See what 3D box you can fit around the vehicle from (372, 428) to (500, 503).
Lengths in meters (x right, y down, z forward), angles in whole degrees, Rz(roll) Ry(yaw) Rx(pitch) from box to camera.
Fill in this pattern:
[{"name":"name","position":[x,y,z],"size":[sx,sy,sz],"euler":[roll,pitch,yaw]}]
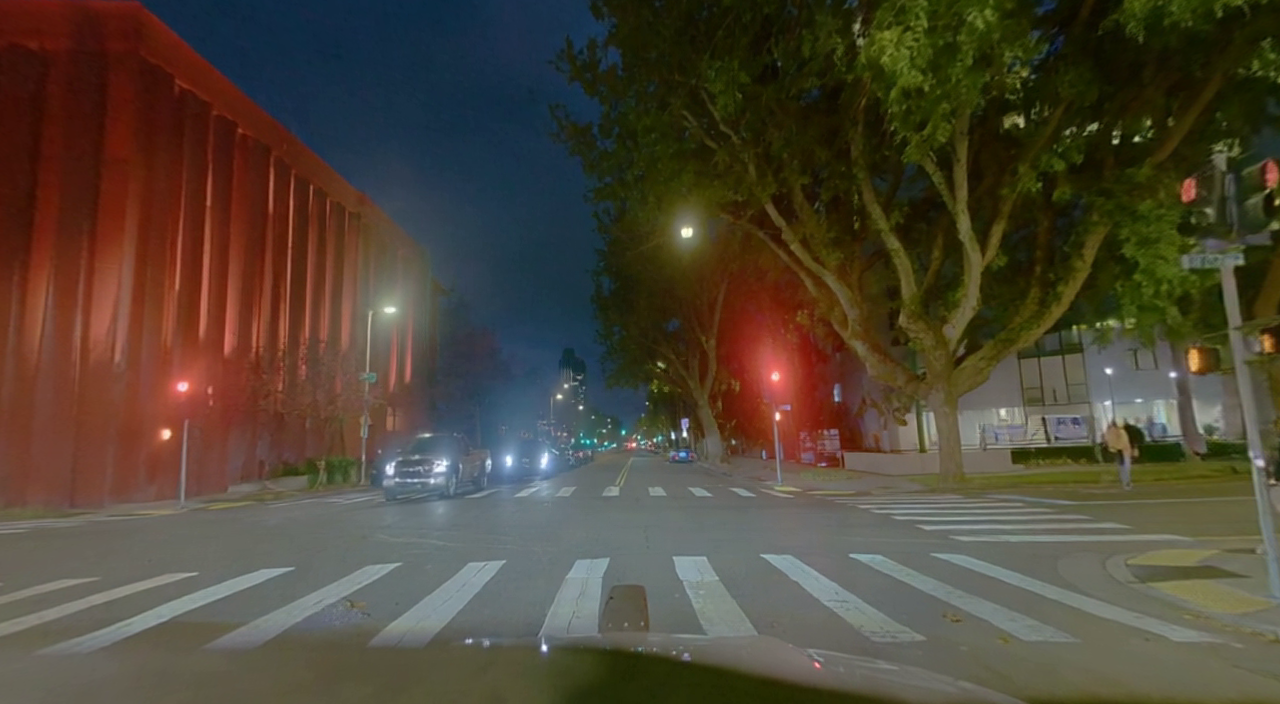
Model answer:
[{"name":"vehicle","position":[-5.772,3.269,18.641],"size":[2.242,1.887,4.924],"euler":[0,-8,-2]}]

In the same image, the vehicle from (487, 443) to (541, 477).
[{"name":"vehicle","position":[-6.189,5.345,31.409],"size":[1.979,1.560,3.928],"euler":[0,-8,-1]}]

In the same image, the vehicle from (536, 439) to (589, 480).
[{"name":"vehicle","position":[-3.258,4.571,27.189],"size":[2.033,1.596,4.142],"euler":[1,-8,-4]}]

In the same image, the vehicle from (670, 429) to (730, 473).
[{"name":"vehicle","position":[3.100,5.314,34.041],"size":[2.557,2.188,5.164],"euler":[0,-8,-2]}]
